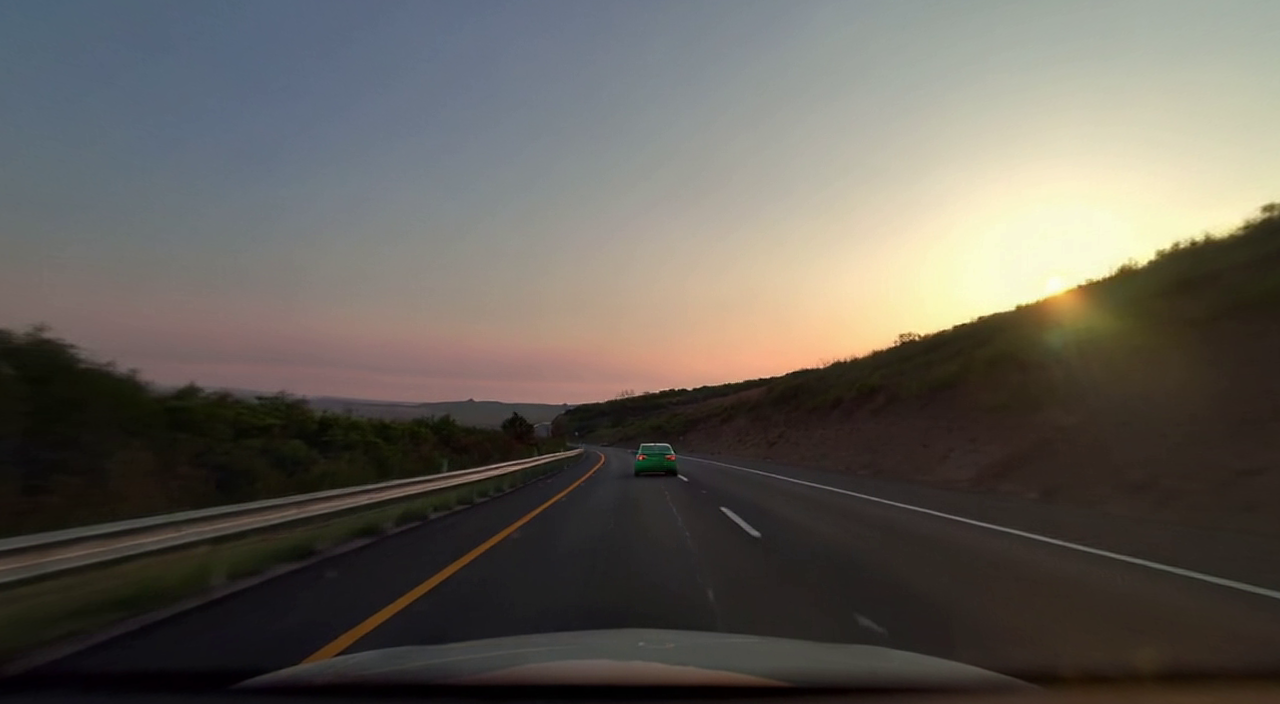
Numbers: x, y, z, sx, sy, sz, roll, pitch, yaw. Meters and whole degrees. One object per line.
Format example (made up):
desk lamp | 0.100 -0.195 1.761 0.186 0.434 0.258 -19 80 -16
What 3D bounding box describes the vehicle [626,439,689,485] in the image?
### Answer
vehicle | 0.533 3.962 23.032 2.029 1.474 4.183 0 -9 -2
